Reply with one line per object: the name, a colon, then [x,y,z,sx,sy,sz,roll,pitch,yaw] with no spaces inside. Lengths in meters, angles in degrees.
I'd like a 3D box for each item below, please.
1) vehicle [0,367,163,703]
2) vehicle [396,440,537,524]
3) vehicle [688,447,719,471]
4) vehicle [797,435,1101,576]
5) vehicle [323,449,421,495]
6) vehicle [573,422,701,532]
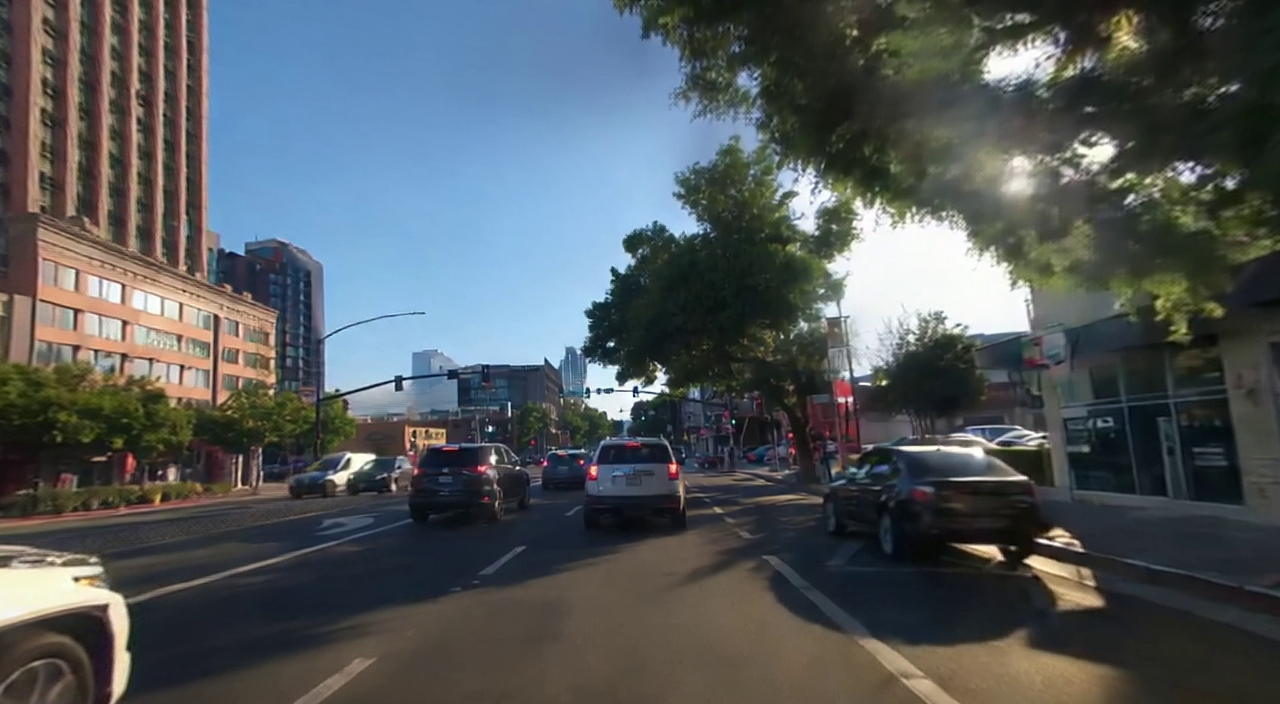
vehicle: [-3.351,0.643,0.756,1.975,1.624,4.481,0,-9,1]
vehicle: [-3.711,2.824,14.344,1.886,1.599,4.247,0,-8,1]
vehicle: [4.251,7.193,42.592,1.878,1.526,4.736,0,-9,4]
vehicle: [3.818,1.958,8.951,1.986,1.457,4.566,0,-9,0]
vehicle: [-11.252,5.043,26.867,2.103,1.755,4.551,0,-9,1]
vehicle: [-0.036,2.331,12.308,2.075,1.770,4.018,0,-8,0]
